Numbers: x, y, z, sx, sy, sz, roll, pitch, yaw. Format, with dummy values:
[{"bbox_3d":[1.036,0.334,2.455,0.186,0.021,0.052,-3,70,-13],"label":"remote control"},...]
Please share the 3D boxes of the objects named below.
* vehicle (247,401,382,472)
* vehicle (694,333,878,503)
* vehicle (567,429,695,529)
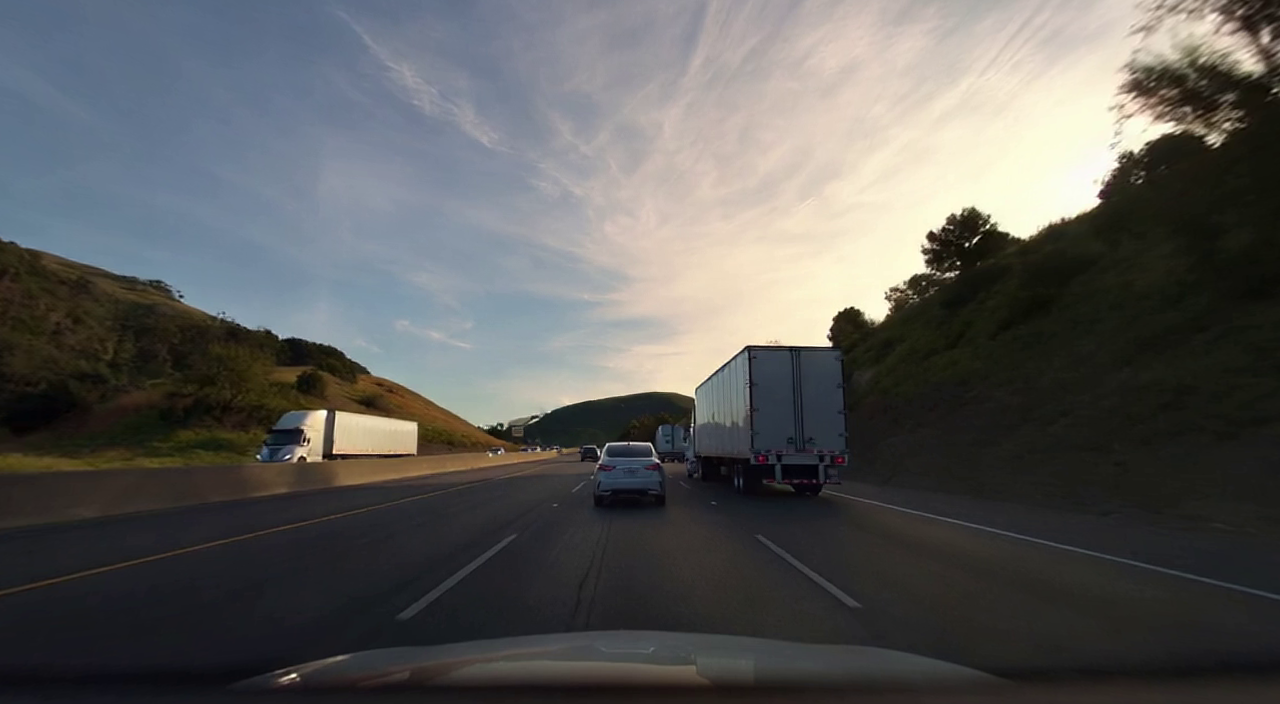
[{"bbox_3d":[-19.869,5.421,39.672,2.962,3.847,10.654,0,-9,-1],"label":"vehicle"},{"bbox_3d":[4.023,2.620,21.935,2.812,4.024,14.098,0,-9,-1],"label":"vehicle"},{"bbox_3d":[-0.179,2.410,12.415,2.109,1.639,3.768,0,-9,-1],"label":"vehicle"}]
